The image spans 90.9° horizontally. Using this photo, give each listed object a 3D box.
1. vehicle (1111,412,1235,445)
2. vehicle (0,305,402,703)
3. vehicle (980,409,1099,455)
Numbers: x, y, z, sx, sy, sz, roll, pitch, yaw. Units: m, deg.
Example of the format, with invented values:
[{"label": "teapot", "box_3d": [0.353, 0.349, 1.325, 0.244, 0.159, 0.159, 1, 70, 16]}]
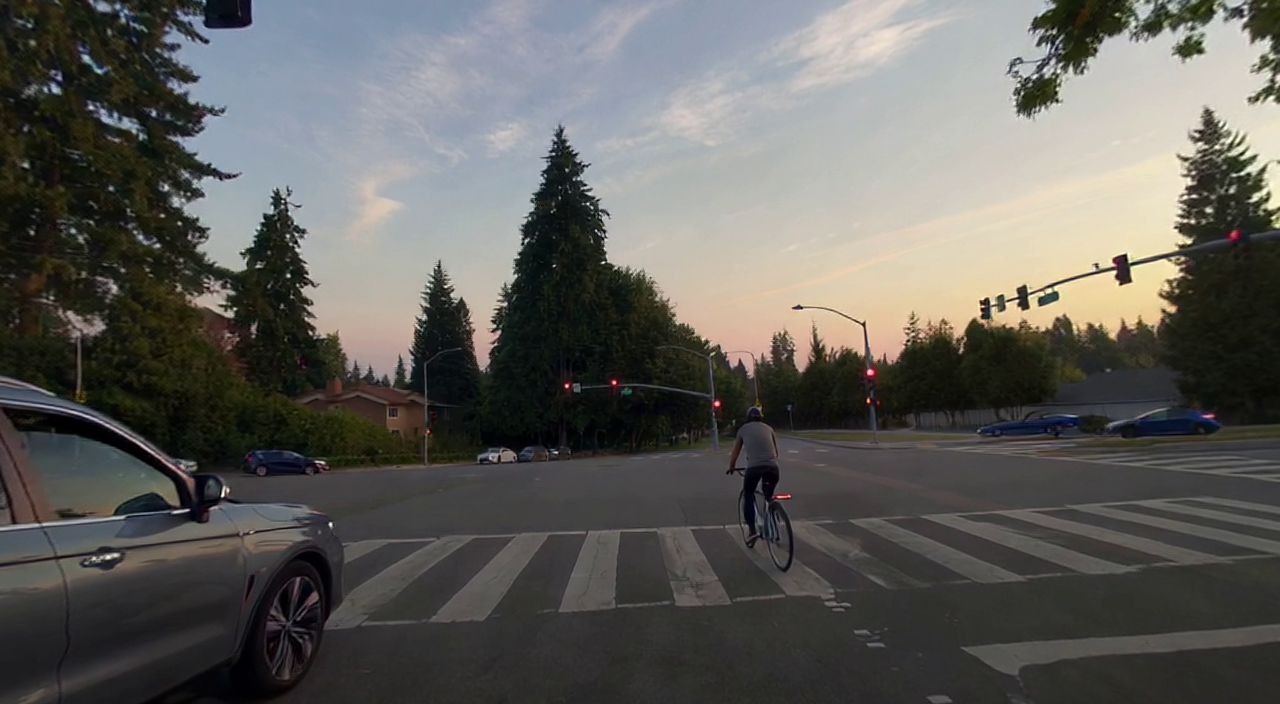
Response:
[{"label": "vehicle", "box_3d": [25.743, 3.734, 30.501, 4.716, 1.507, 1.904, 2, -9, -11]}, {"label": "vehicle", "box_3d": [-2.966, 0.866, 2.757, 2.049, 1.756, 4.602, 0, -8, 0]}, {"label": "vehicle", "box_3d": [18.561, 3.751, 29.386, 4.237, 1.948, 1.997, 0, -9, -9]}]
